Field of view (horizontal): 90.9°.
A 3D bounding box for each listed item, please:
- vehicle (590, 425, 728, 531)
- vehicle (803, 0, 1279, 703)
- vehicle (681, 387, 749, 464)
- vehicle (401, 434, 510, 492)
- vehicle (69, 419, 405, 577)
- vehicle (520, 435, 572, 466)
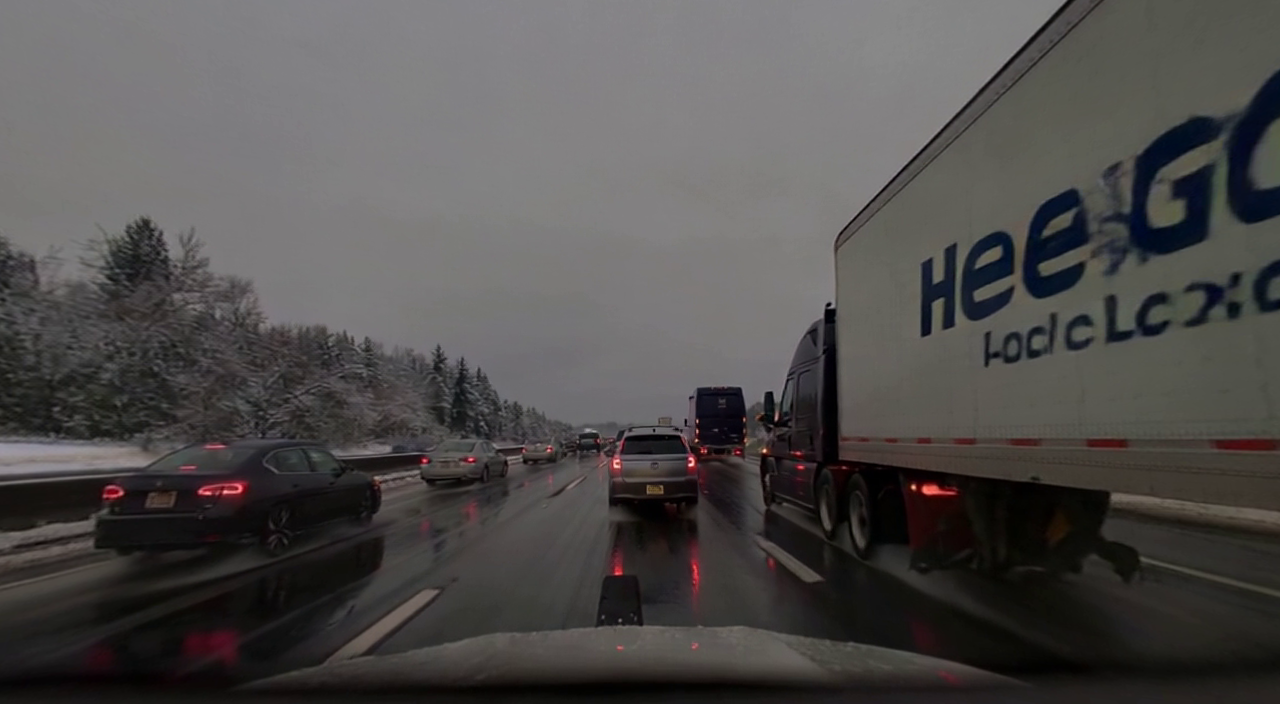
[{"bbox_3d":[0.260,2.051,10.860,1.973,1.505,3.568,0,-8,0],"label":"vehicle"},{"bbox_3d":[4.008,-0.309,2.302,2.817,3.989,14.321,0,-8,-1],"label":"vehicle"},{"bbox_3d":[4.448,4.871,40.894,2.892,4.101,14.252,0,-8,1],"label":"vehicle"},{"bbox_3d":[-5.088,3.090,17.991,1.880,1.458,3.978,0,-8,0],"label":"vehicle"},{"bbox_3d":[-4.591,1.661,7.988,1.821,1.514,3.677,0,-8,0],"label":"vehicle"},{"bbox_3d":[-4.695,4.988,32.227,1.887,1.493,4.411,0,-8,1],"label":"vehicle"}]
